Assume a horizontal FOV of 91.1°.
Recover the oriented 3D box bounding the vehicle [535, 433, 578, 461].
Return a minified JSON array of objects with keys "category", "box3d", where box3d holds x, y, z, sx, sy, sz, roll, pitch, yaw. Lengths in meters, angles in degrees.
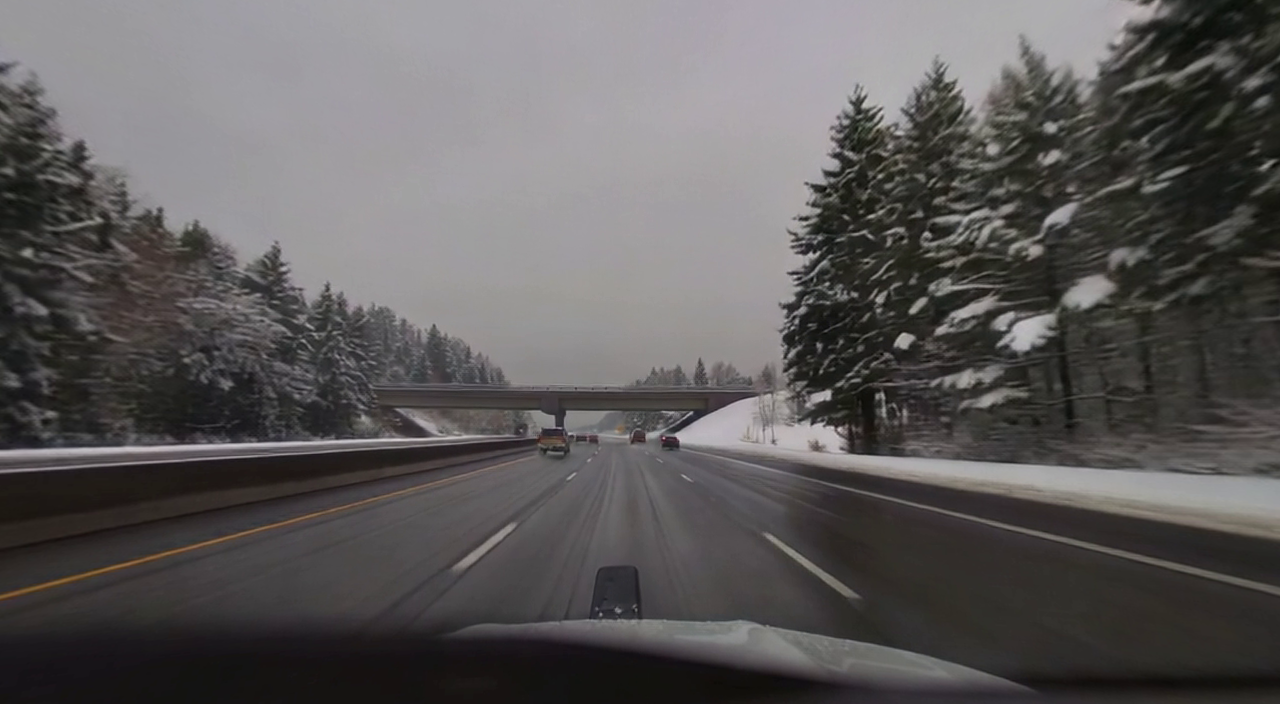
[{"category":"vehicle","box3d":[-4.574,5.222,34.751,1.966,1.460,3.519,0,-8,-1]}]
